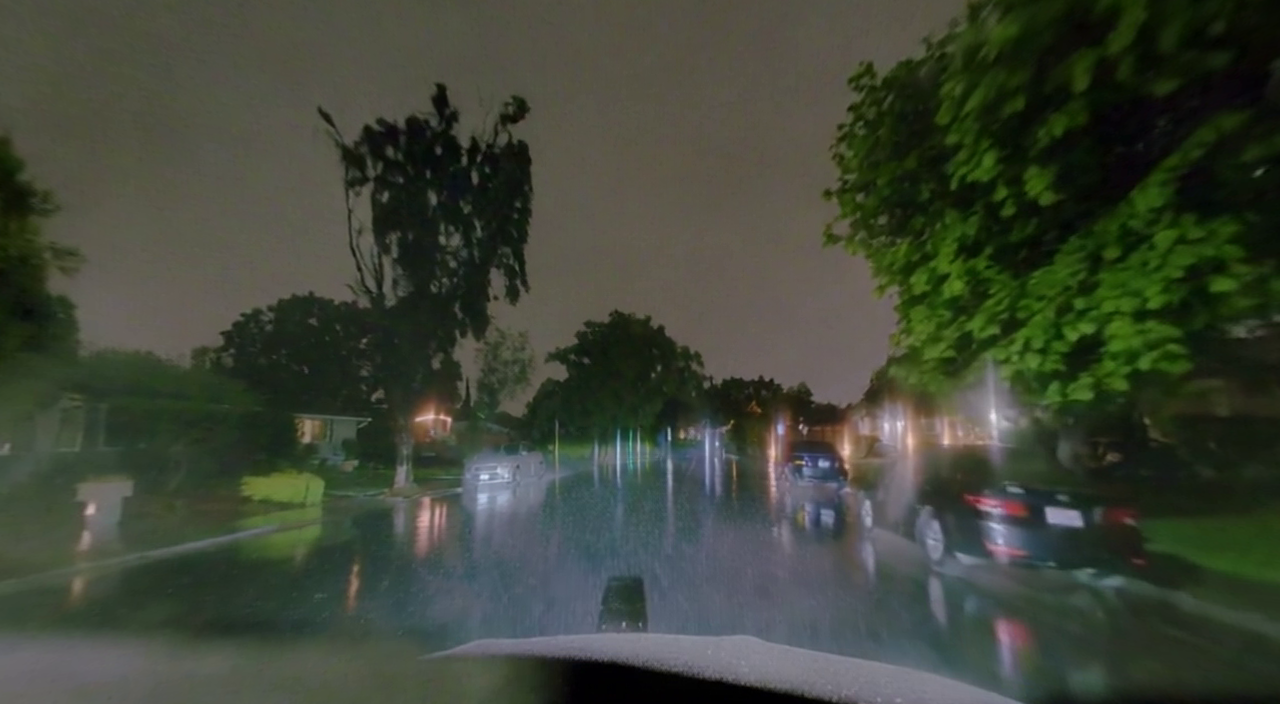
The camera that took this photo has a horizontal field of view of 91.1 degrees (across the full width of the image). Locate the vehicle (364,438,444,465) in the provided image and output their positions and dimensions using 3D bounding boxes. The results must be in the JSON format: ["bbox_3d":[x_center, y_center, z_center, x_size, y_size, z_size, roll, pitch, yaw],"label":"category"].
[{"bbox_3d":[-16.834,7.111,44.978,4.879,1.867,2.234,1,-8,-4],"label":"vehicle"}]

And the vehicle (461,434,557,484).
[{"bbox_3d":[-4.612,3.917,22.864,1.943,1.433,4.717,-7,-11,6],"label":"vehicle"}]

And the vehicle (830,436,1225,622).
[{"bbox_3d":[3.797,1.727,7.466,2.088,1.429,4.796,-1,-8,7],"label":"vehicle"}]

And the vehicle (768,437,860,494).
[{"bbox_3d":[5.010,3.277,18.711,1.931,1.395,4.793,0,-7,7],"label":"vehicle"}]
